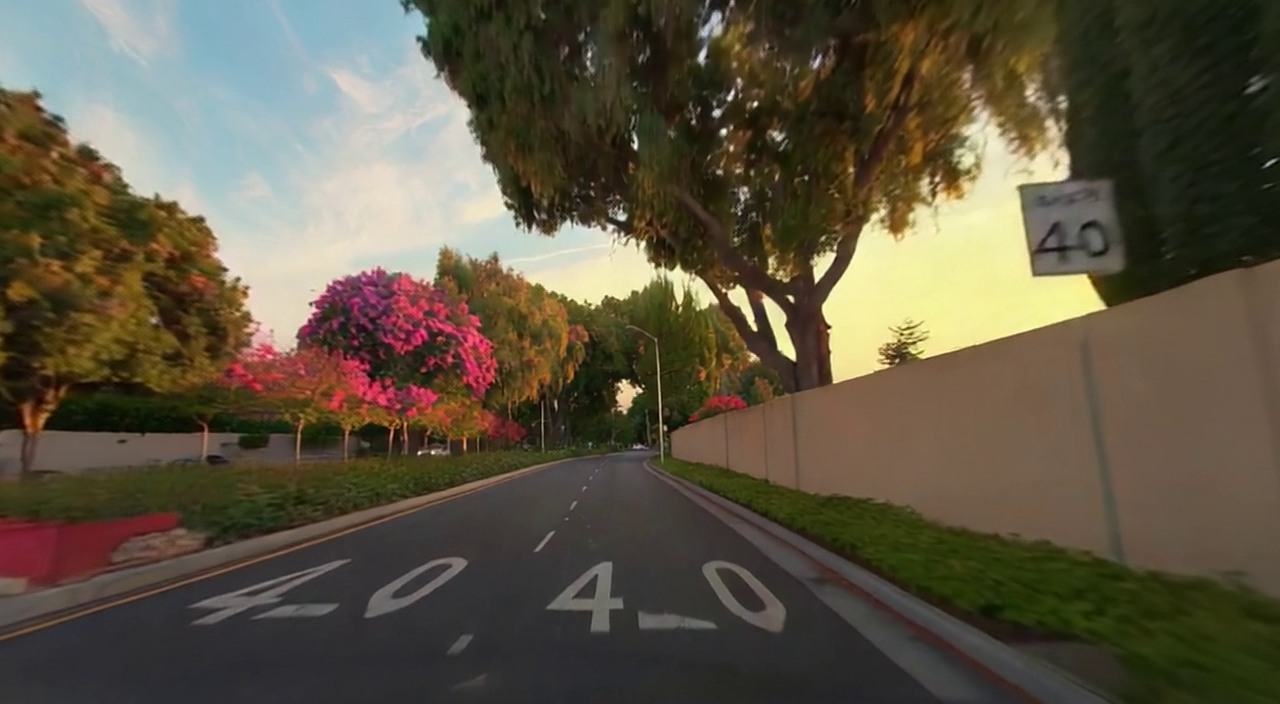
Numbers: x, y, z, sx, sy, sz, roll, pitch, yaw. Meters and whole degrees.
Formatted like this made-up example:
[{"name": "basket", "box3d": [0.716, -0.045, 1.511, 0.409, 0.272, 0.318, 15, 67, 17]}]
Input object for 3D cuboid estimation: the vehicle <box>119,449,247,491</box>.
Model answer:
[{"name": "vehicle", "box3d": [-16.978, 4.366, 23.745, 1.827, 1.404, 4.141, 1, -8, -3]}]
